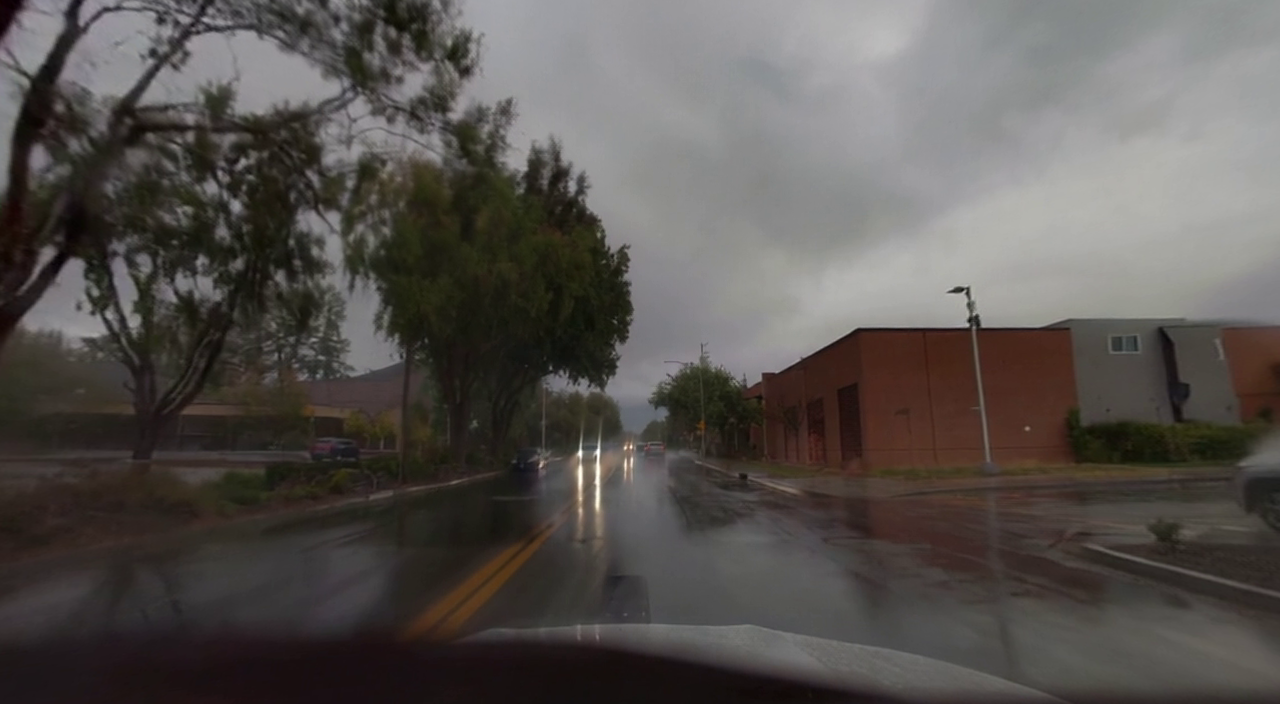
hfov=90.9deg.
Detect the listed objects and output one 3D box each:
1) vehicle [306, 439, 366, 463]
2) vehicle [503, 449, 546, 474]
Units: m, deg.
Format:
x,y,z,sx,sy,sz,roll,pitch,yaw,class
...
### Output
x,y,z,sx,sy,sz,roll,pitch,yaw,class
-21.405,7.023,44.621,1.906,1.596,4.599,0,-9,1,vehicle
-7.273,6.905,40.060,1.930,1.463,4.195,0,-9,0,vehicle
